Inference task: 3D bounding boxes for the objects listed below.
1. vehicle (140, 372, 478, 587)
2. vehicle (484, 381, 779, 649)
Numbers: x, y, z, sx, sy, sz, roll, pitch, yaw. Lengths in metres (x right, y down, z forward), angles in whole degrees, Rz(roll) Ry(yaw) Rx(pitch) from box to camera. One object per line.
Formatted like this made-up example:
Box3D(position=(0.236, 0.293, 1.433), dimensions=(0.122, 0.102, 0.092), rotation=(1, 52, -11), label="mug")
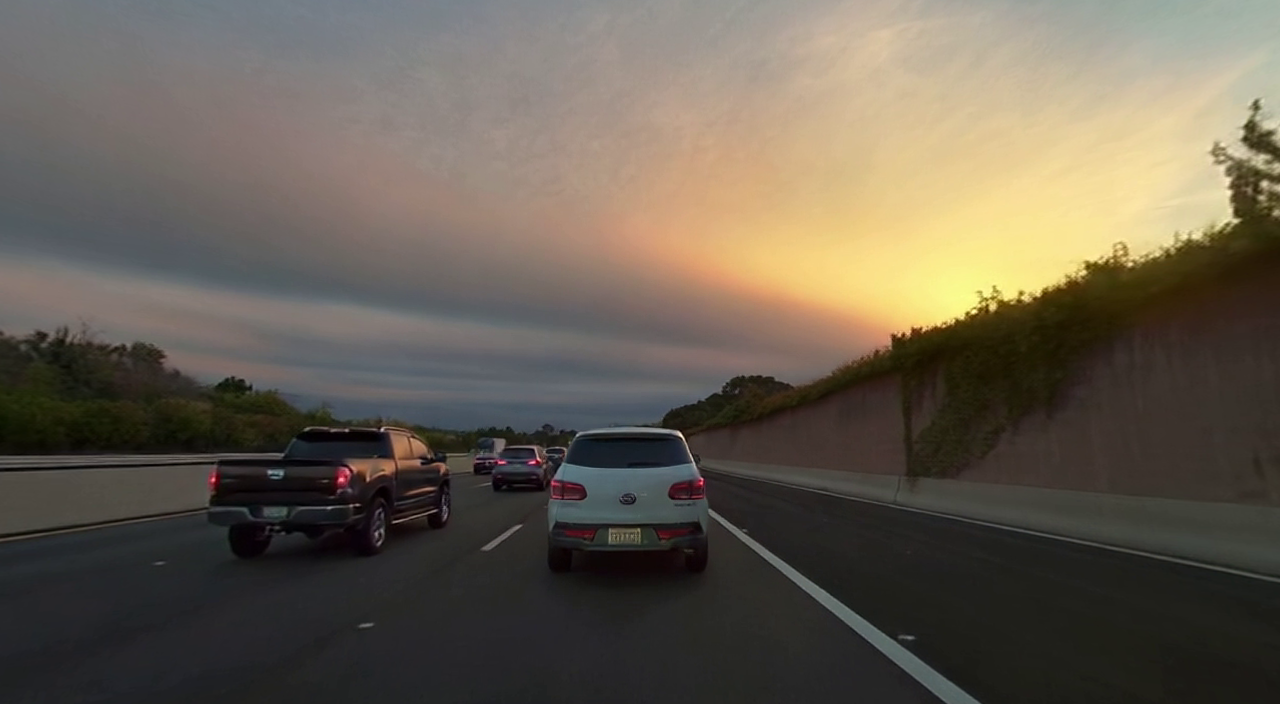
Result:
Box3D(position=(-3.949, 1.643, 8.811), dimensions=(2.055, 2.144, 4.782), rotation=(0, -9, 0), label="vehicle")
Box3D(position=(-0.086, 1.365, 6.069), dimensions=(1.995, 1.798, 3.380), rotation=(0, -9, -1), label="vehicle")
